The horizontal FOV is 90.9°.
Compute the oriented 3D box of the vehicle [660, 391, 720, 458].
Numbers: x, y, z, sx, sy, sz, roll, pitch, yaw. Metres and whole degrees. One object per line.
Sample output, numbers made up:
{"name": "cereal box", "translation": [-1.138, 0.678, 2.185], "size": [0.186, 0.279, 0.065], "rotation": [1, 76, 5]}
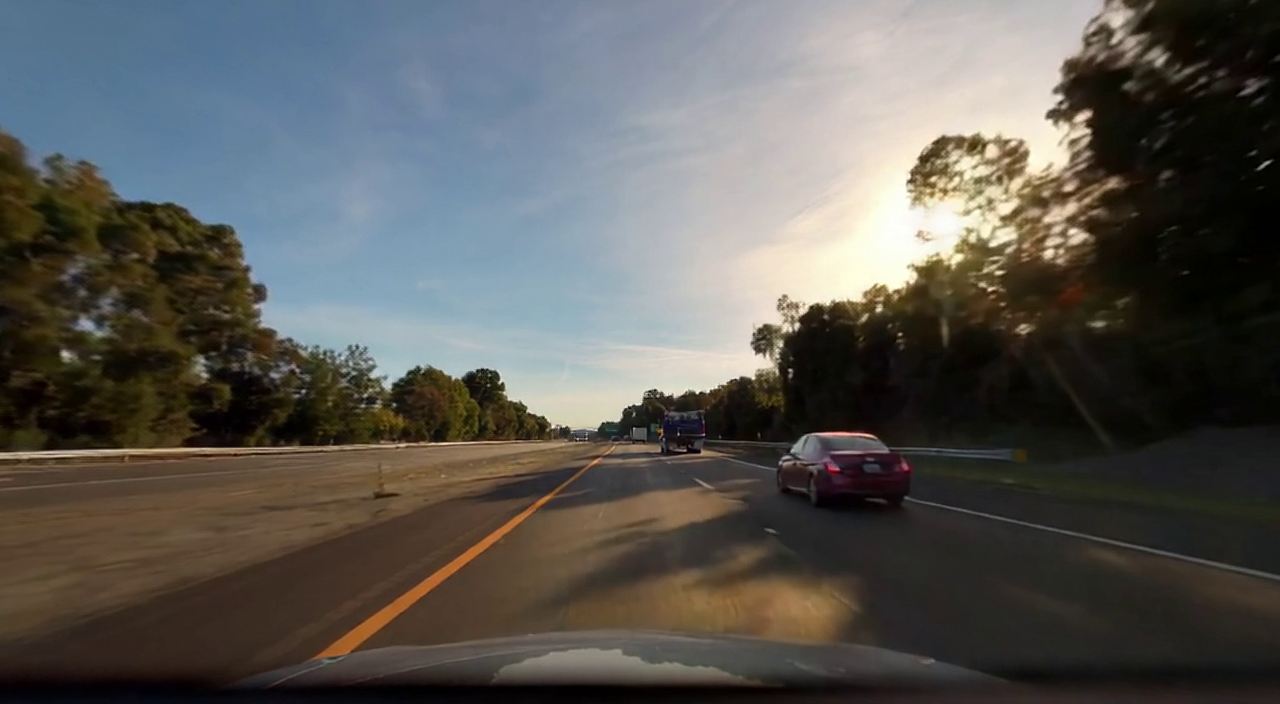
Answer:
{"name": "vehicle", "translation": [3.199, 5.108, 43.569], "size": [2.911, 3.994, 10.840], "rotation": [0, -8, -2]}

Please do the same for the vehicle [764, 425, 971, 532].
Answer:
{"name": "vehicle", "translation": [3.570, 2.030, 10.787], "size": [1.984, 1.482, 3.833], "rotation": [0, -8, -2]}
